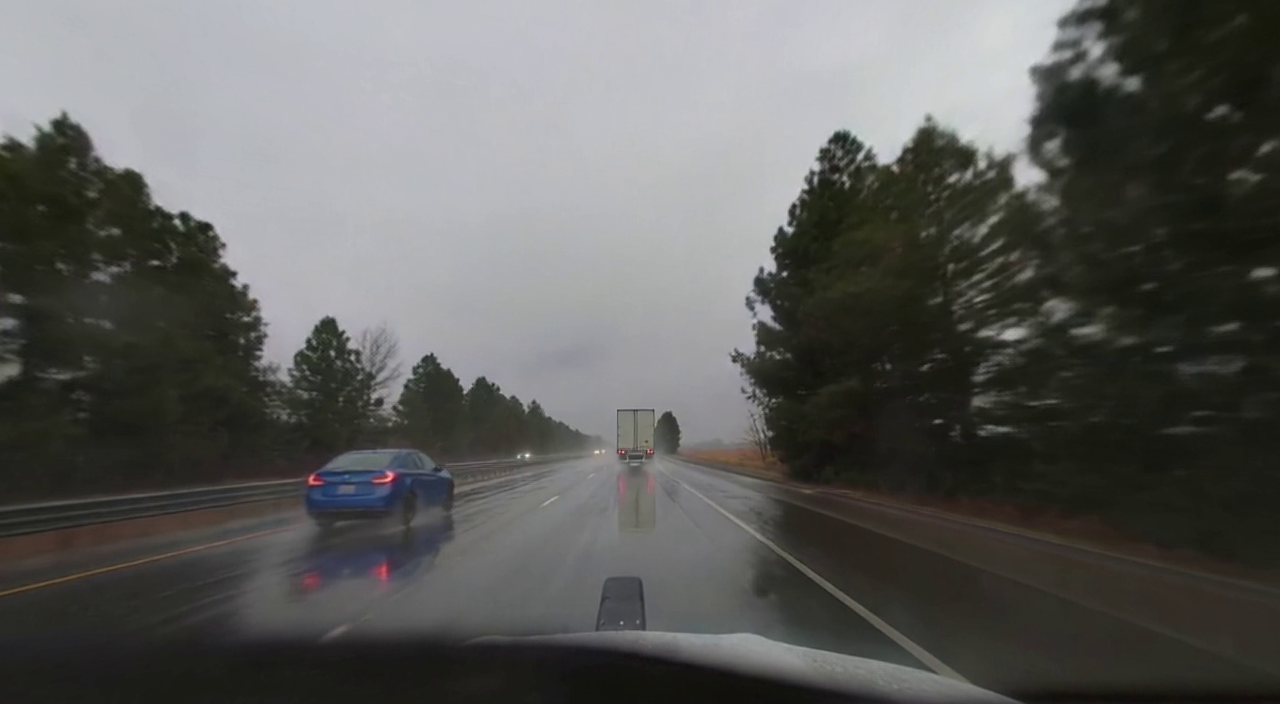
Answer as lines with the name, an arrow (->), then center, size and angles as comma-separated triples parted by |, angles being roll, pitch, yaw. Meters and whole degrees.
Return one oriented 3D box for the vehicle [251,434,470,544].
vehicle -> -4.377, 2.191, 10.653 | 1.937, 1.493, 3.779 | 0, -9, 0
